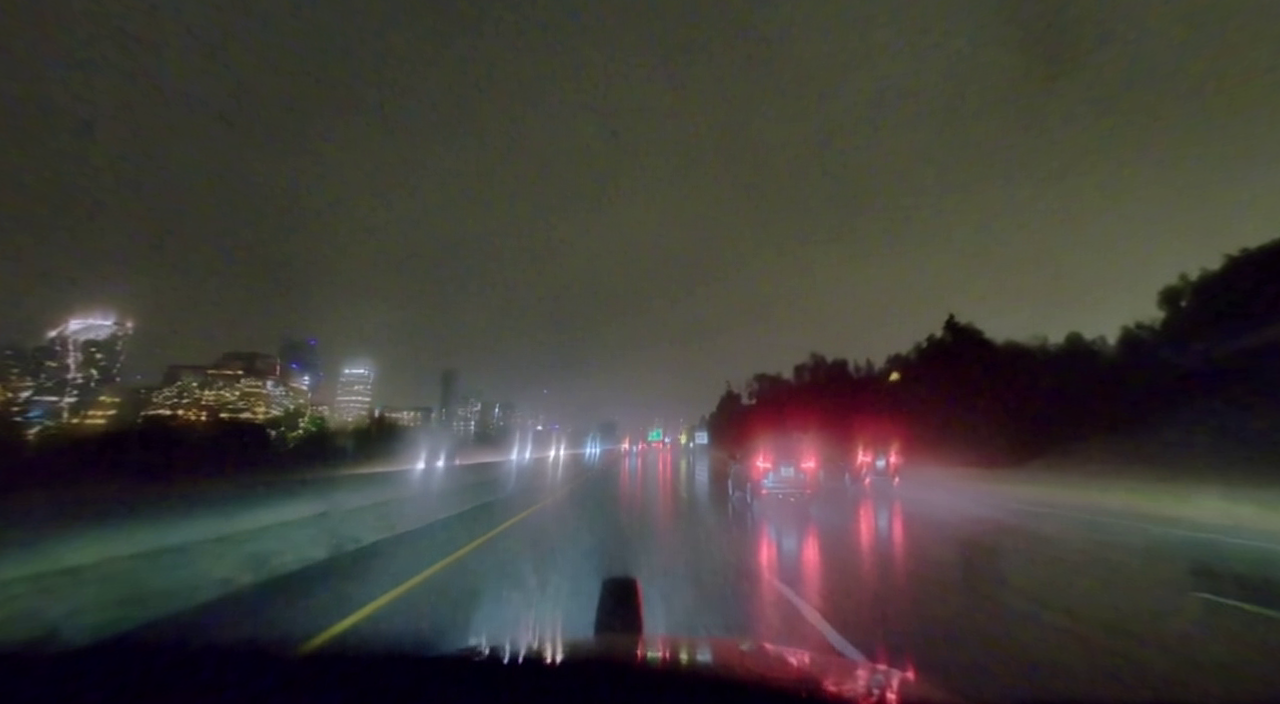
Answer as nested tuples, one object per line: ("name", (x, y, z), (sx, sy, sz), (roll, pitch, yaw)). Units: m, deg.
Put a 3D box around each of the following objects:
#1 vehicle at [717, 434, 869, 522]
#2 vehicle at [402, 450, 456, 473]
("vehicle", (2.972, 2.565, 13.444), (1.982, 1.533, 4.612), (0, -8, -2))
("vehicle", (-14.552, 7.550, 43.750), (1.974, 1.491, 4.688), (0, -9, 2))
